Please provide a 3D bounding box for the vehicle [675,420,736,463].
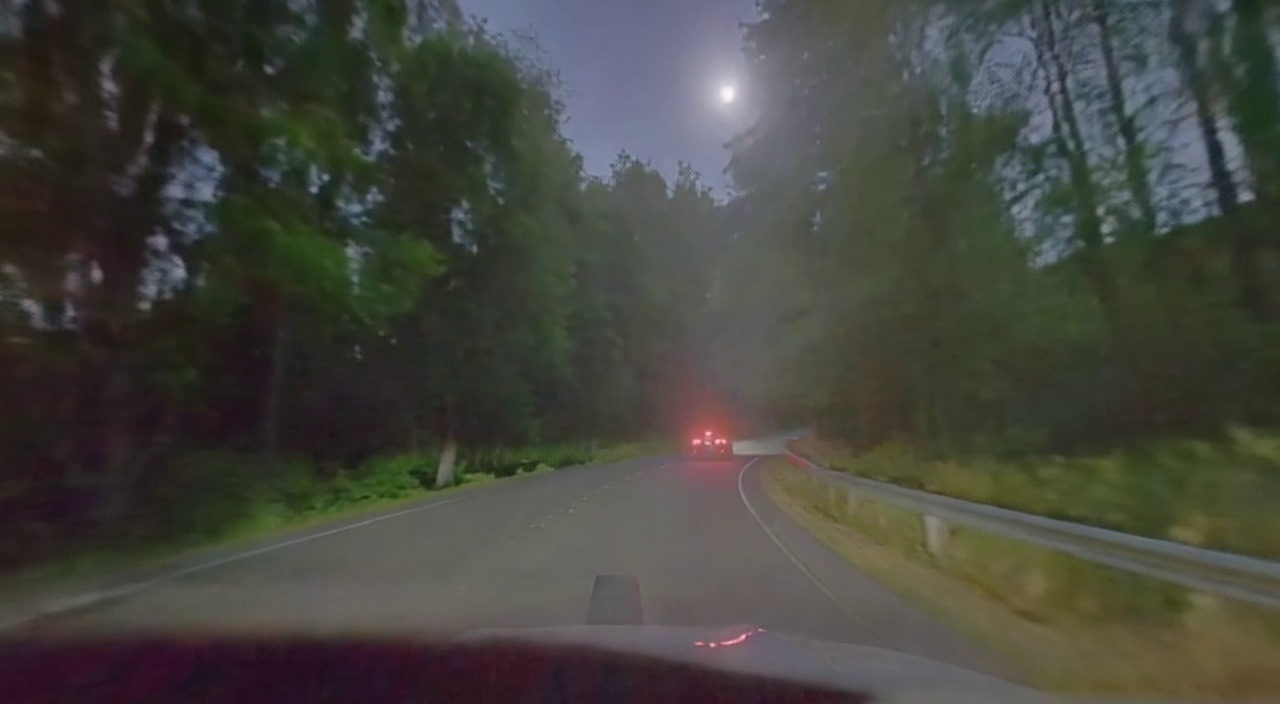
[{"bbox_3d":[3.425,4.541,31.947,2.469,1.953,5.605,-2,-9,12],"label":"vehicle"}]
